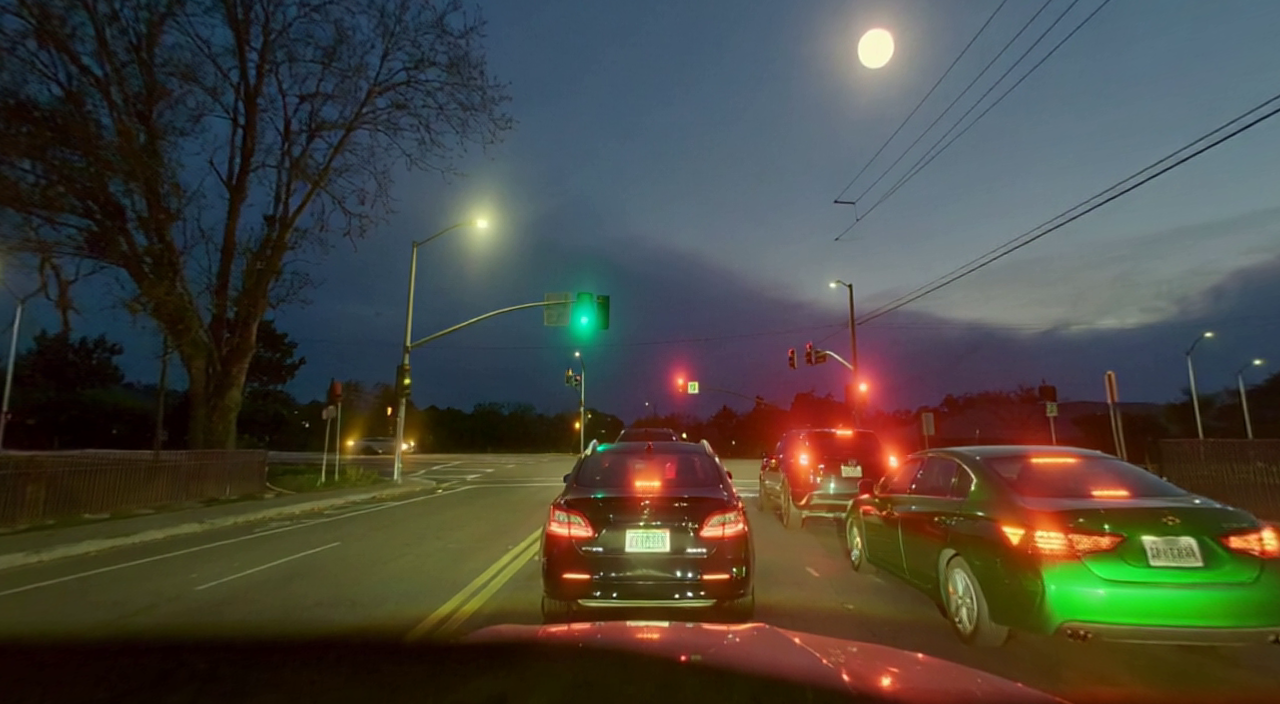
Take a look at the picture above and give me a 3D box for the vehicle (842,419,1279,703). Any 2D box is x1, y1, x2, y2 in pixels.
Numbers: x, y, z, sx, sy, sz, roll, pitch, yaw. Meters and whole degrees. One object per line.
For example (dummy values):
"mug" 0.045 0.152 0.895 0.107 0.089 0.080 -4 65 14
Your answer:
"vehicle" 3.084 1.249 4.143 2.027 1.432 4.431 0 -8 0

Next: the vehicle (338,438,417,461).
"vehicle" -17.236 6.407 41.468 4.406 1.458 1.892 -1 -8 7

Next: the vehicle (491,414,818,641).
"vehicle" 0.065 1.489 6.449 2.170 1.497 4.369 0 -8 -1
